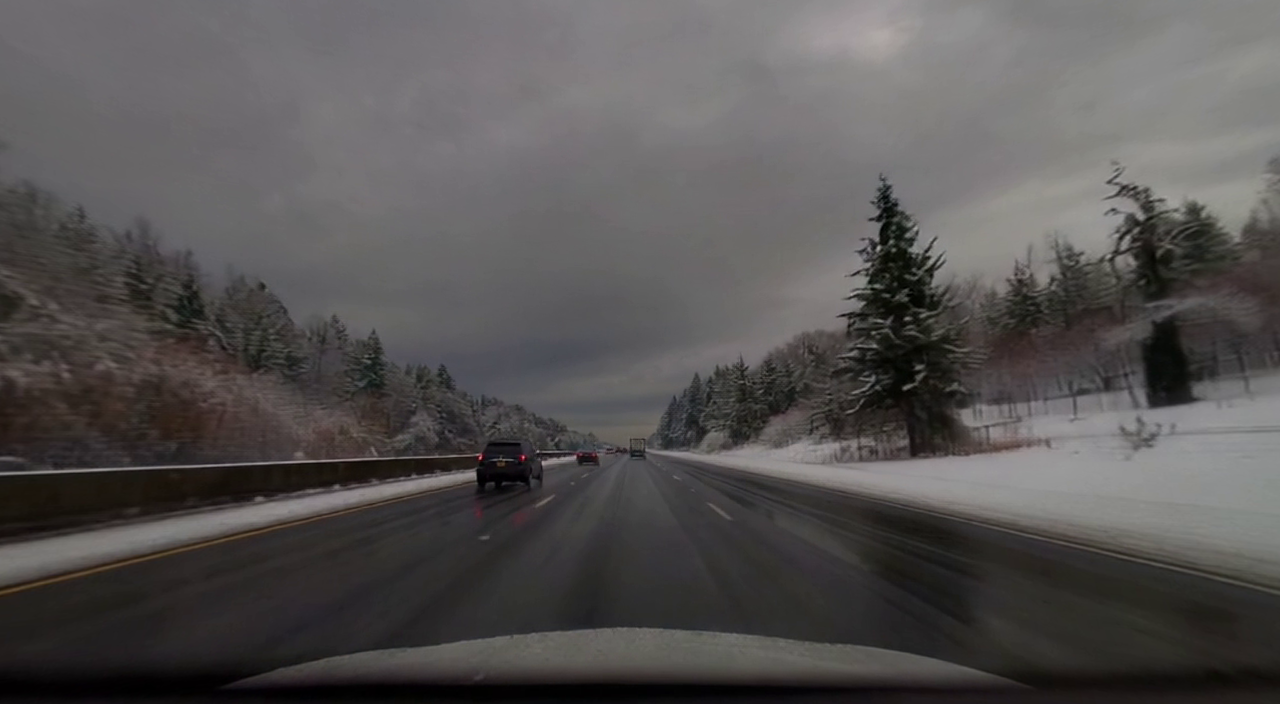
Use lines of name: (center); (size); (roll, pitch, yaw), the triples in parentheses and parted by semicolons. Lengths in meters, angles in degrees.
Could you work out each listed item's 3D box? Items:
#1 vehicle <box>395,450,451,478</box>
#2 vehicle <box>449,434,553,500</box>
vehicle: (-12.527, 6.459, 36.404); (1.848, 1.498, 3.906); (0, -9, 0)
vehicle: (-3.963, 3.366, 18.741); (2.151, 1.693, 4.201); (0, -9, 0)
